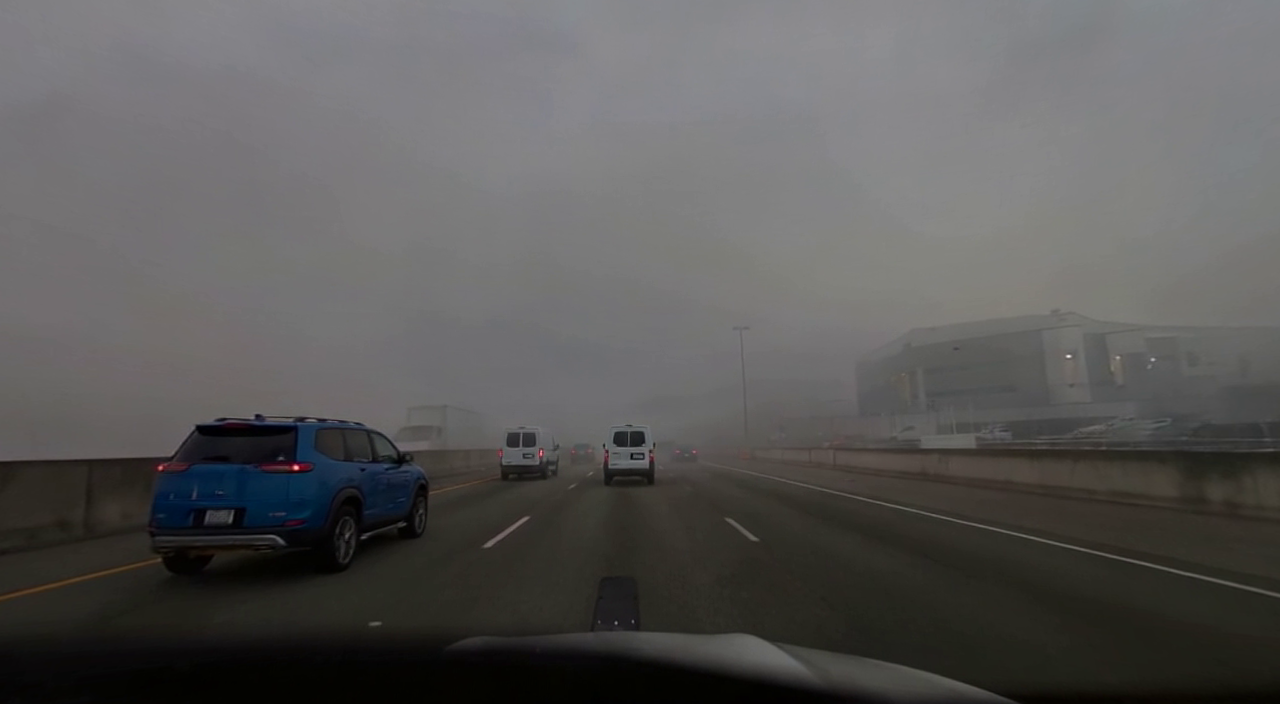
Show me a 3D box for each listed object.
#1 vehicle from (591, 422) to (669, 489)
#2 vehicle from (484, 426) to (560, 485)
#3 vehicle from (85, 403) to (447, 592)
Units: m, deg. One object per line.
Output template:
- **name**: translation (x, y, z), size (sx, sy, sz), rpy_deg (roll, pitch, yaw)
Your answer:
- **vehicle**: translation (-0.345, 3.366, 20.748), size (2.304, 1.925, 4.282), rpy_deg (0, -8, -1)
- **vehicle**: translation (-4.205, 3.745, 23.160), size (2.038, 1.936, 4.300), rpy_deg (0, -8, -1)
- **vehicle**: translation (-4.110, 1.640, 8.018), size (1.972, 1.703, 4.333), rpy_deg (0, -8, -1)
